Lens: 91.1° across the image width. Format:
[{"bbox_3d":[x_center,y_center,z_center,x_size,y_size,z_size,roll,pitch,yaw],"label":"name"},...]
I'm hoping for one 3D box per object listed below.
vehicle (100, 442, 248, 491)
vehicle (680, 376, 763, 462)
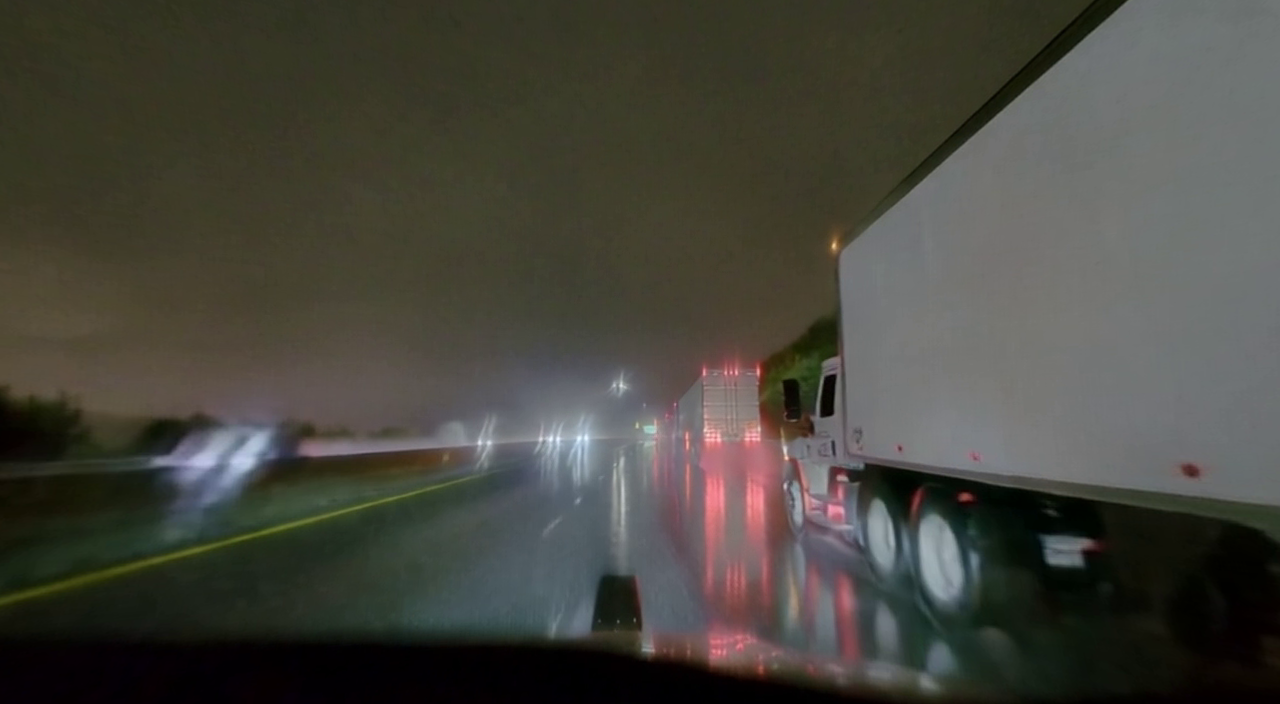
[{"bbox_3d":[-15.757,3.846,21.588,1.823,1.465,4.245,0,-8,0],"label":"vehicle"},{"bbox_3d":[4.251,4.092,36.491,2.920,4.029,13.900,0,-8,0],"label":"vehicle"}]
